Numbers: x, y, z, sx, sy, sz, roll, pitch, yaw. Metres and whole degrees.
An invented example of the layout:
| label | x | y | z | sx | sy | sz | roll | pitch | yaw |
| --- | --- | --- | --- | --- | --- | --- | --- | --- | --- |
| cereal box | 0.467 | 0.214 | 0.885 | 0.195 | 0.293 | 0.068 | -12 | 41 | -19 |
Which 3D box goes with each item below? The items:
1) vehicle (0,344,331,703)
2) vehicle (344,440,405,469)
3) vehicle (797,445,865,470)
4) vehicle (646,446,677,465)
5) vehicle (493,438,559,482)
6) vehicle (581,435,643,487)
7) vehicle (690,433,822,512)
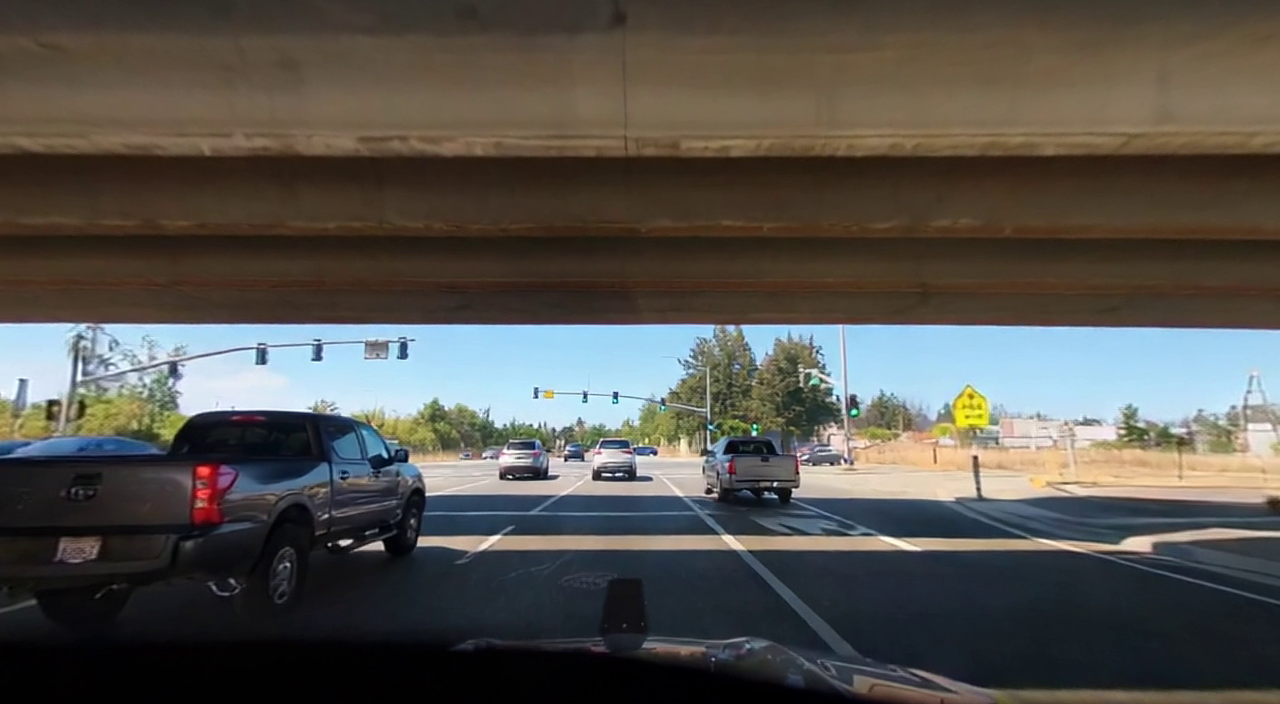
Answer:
| label | x | y | z | sx | sy | sz | roll | pitch | yaw |
| --- | --- | --- | --- | --- | --- | --- | --- | --- | --- |
| vehicle | -4.204 | 1.008 | 4.021 | 2.074 | 1.814 | 4.596 | 0 | -8 | 0 |
| vehicle | -16.727 | 6.459 | 39.983 | 2.089 | 1.684 | 4.521 | 0 | -8 | -3 |
| vehicle | 14.864 | 8.237 | 49.214 | 4.618 | 1.705 | 2.061 | 2 | -10 | -1 |
| vehicle | 1.647 | 8.176 | 49.883 | 2.026 | 1.457 | 3.969 | 1 | -8 | -5 |
| vehicle | -4.777 | 4.554 | 26.968 | 2.127 | 1.720 | 4.064 | 0 | -8 | -1 |
| vehicle | -0.978 | 4.022 | 23.476 | 2.097 | 1.748 | 3.794 | 0 | -8 | -1 |
| vehicle | 2.770 | 3.044 | 16.602 | 2.234 | 1.720 | 5.378 | 0 | -8 | -2 |
